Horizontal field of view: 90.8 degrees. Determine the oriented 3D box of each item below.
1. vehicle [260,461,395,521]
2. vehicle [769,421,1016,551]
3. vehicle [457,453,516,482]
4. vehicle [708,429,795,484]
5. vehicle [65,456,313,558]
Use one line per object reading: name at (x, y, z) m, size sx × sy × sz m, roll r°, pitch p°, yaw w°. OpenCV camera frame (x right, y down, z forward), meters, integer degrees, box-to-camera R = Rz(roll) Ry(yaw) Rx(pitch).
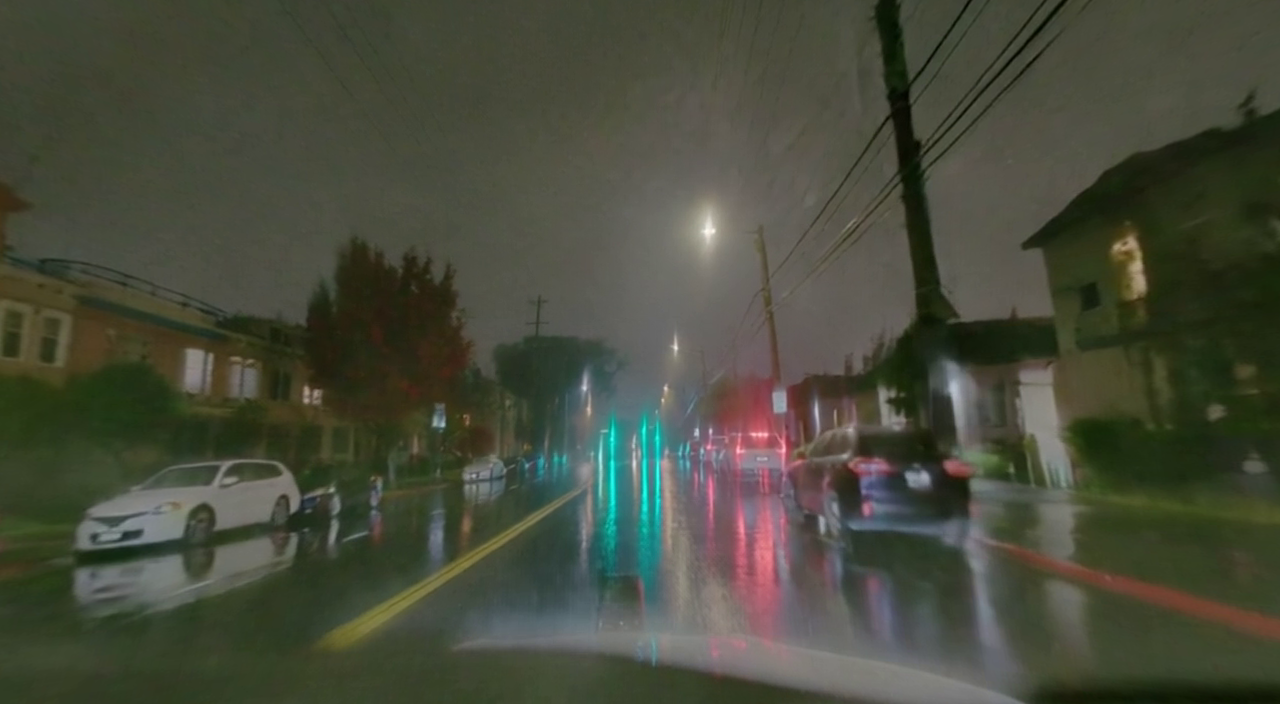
vehicle at (-9.156, 4.089, 19.010) m, size 1.818 × 1.469 × 4.349 m, roll -1°, pitch -9°, yaw 0°
vehicle at (3.728, 2.067, 10.502) m, size 2.089 × 1.638 × 4.628 m, roll 0°, pitch -9°, yaw -1°
vehicle at (-8.850, 6.665, 36.862) m, size 2.208 × 1.508 × 4.590 m, roll -1°, pitch -9°, yaw 1°
vehicle at (3.889, 3.766, 22.996) m, size 2.225 × 1.759 × 4.817 m, roll 0°, pitch -9°, yaw -1°
vehicle at (-9.364, 3.194, 13.734) m, size 2.061 × 1.748 × 4.316 m, roll -1°, pitch -9°, yaw 2°
